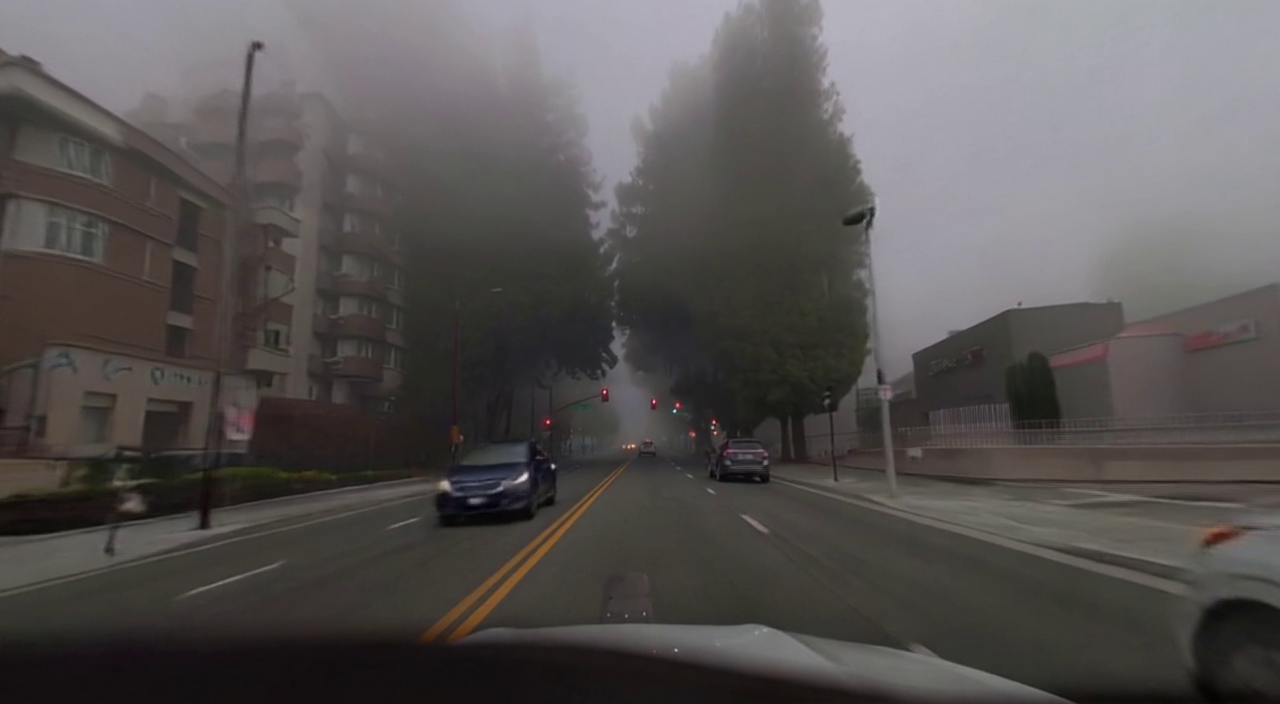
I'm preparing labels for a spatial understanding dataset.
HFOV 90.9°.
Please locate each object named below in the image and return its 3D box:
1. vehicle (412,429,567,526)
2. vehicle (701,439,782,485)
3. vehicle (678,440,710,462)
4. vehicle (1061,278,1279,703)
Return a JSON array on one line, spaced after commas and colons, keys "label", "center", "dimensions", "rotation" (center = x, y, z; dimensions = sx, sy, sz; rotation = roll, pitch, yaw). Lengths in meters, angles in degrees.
[{"label": "vehicle", "center": [-2.927, 2.549, 13.409], "dimensions": [2.109, 1.681, 4.417], "rotation": [-1, -9, 2]}, {"label": "vehicle", "center": [3.547, 3.946, 22.992], "dimensions": [2.072, 1.471, 4.834], "rotation": [0, -9, -1]}, {"label": "vehicle", "center": [4.116, 7.631, 48.546], "dimensions": [2.035, 1.564, 4.719], "rotation": [-1, -9, 0]}, {"label": "vehicle", "center": [3.234, 0.446, 0.483], "dimensions": [2.251, 1.861, 5.144], "rotation": [-1, -9, 0]}]
